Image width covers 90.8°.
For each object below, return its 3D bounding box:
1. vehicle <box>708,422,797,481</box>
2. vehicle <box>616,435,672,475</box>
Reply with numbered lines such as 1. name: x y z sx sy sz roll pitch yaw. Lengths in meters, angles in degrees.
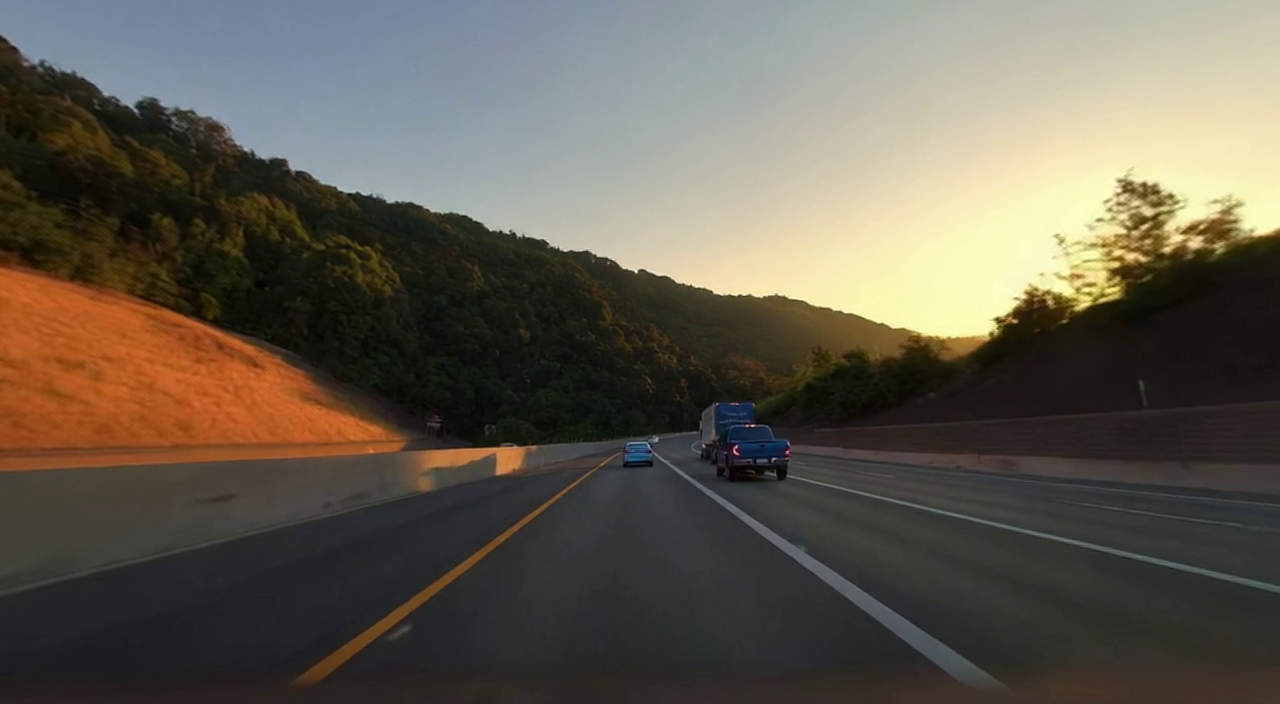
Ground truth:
1. vehicle: 3.718 3.426 21.828 2.098 1.794 4.561 0 -9 -2
2. vehicle: 0.136 4.134 25.607 2.083 1.477 3.965 0 -9 0
